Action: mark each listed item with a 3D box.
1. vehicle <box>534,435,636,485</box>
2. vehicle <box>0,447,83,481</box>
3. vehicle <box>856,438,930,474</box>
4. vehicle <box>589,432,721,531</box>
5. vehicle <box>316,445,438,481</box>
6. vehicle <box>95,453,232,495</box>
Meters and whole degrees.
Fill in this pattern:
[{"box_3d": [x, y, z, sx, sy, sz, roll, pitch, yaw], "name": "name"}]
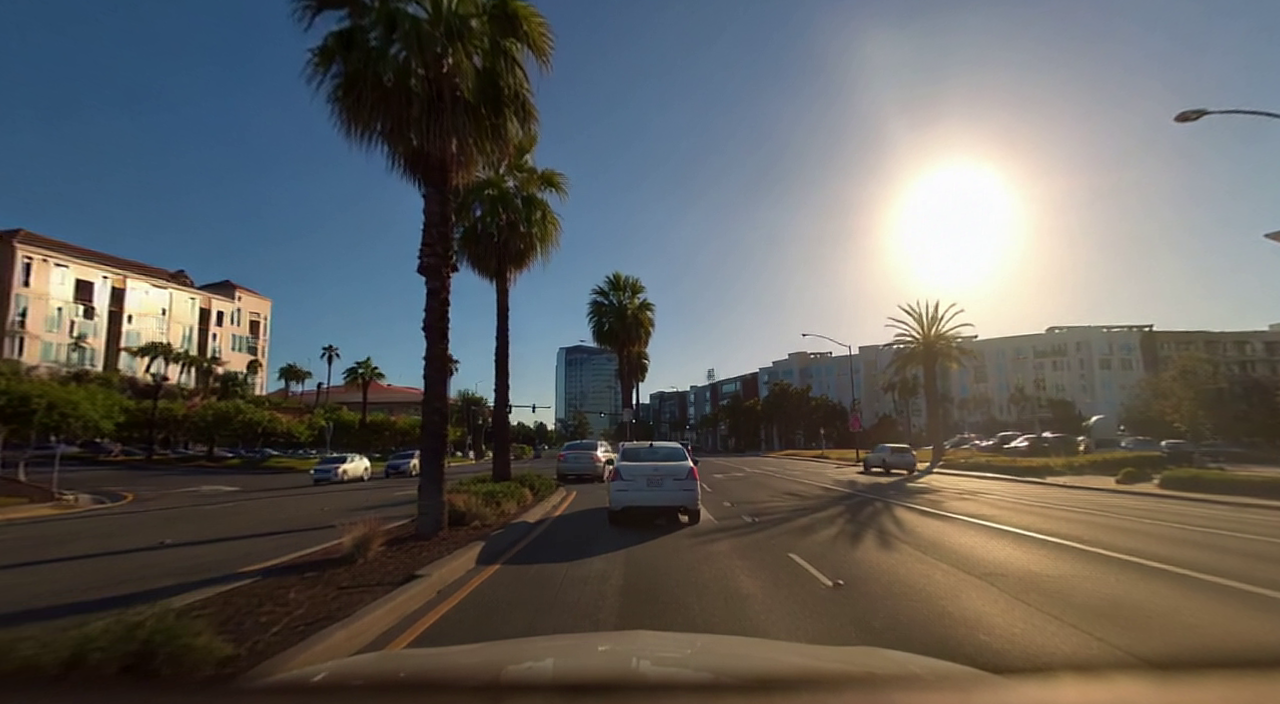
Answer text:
[{"box_3d": [-2.043, 3.755, 22.264, 2.095, 1.552, 4.457, 4, -9, -26], "name": "vehicle"}, {"box_3d": [-28.694, 5.162, 29.352, 4.287, 1.509, 1.972, -2, -9, 13], "name": "vehicle"}, {"box_3d": [14.104, 5.816, 35.542, 2.131, 1.832, 5.203, 0, -9, 2], "name": "vehicle"}, {"box_3d": [0.179, 2.284, 11.791, 1.986, 1.473, 4.382, 0, -9, -1], "name": "vehicle"}, {"box_3d": [-11.679, 4.909, 28.190, 4.585, 1.479, 2.088, -2, -9, 13], "name": "vehicle"}, {"box_3d": [-18.002, 4.565, 23.914, 4.071, 1.442, 1.948, -2, -9, 16], "name": "vehicle"}]
